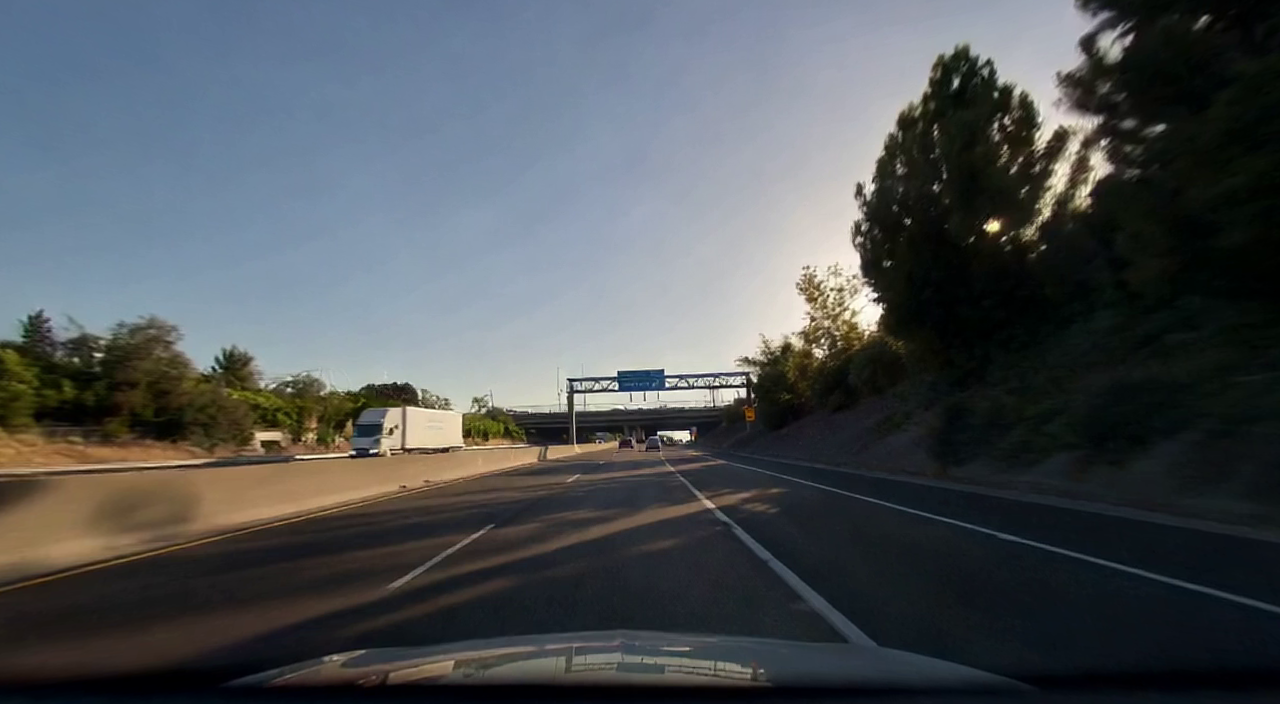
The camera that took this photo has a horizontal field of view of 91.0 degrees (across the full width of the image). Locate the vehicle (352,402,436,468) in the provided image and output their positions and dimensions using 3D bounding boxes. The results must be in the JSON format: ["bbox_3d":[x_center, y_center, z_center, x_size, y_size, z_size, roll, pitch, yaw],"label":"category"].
[{"bbox_3d":[-15.962,5.480,41.333,2.950,4.004,5.950,0,-8,0],"label":"vehicle"}]
